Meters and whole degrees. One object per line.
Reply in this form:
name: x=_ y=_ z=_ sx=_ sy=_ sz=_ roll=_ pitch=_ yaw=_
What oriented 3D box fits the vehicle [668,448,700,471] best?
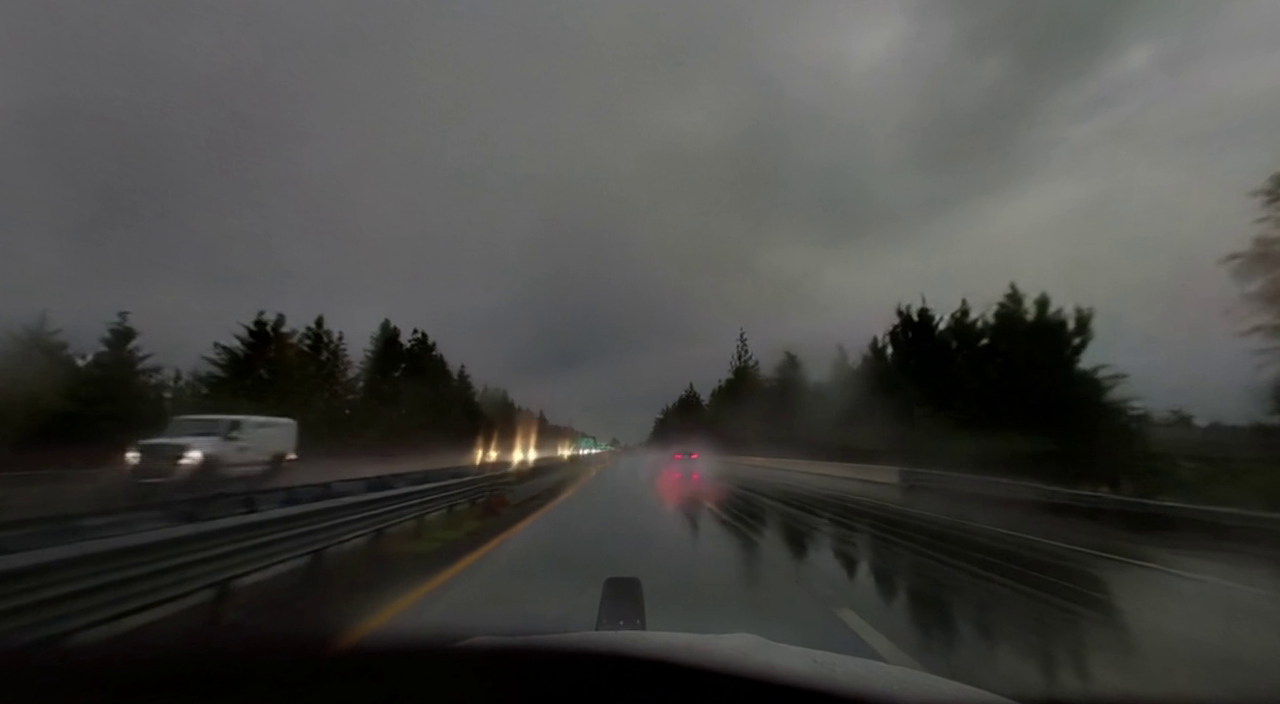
vehicle: x=3.027 y=7.525 z=44.322 sx=1.870 sy=1.486 sz=3.858 roll=0 pitch=-9 yaw=-2
